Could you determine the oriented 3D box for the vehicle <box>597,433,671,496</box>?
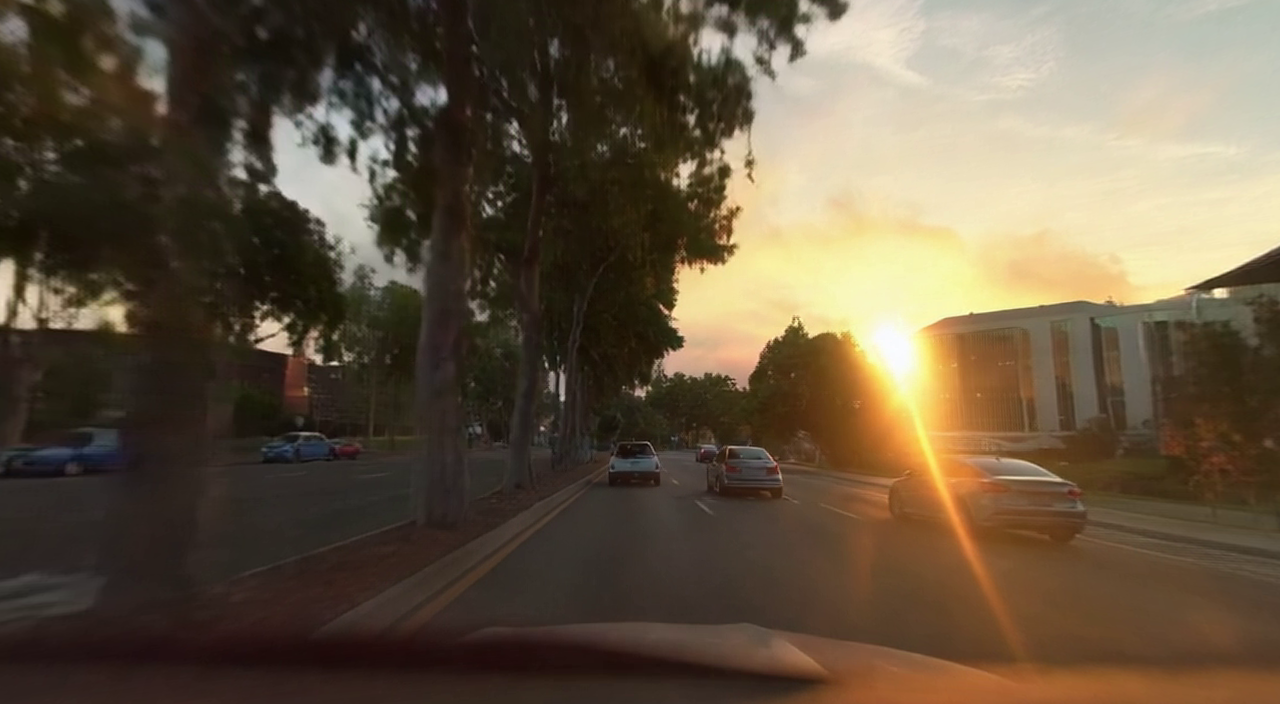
[{"bbox_3d":[-0.166,3.367,19.126,2.008,1.674,4.239,0,-8,0],"label":"vehicle"}]

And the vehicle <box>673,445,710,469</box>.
[{"bbox_3d":[3.286,6.830,41.028,2.012,1.462,4.163,0,-9,-1],"label":"vehicle"}]

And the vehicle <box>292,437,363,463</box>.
[{"bbox_3d":[-18.934,5.961,38.314,1.851,1.477,4.891,0,-9,-1],"label":"vehicle"}]

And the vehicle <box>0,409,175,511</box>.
[{"bbox_3d":[-11.273,2.065,12.286,2.161,1.642,4.587,3,-9,-20],"label":"vehicle"}]

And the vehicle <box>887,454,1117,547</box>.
[{"bbox_3d":[6.805,2.788,12.488,1.944,1.458,4.268,0,-9,-1],"label":"vehicle"}]

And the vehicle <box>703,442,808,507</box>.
[{"bbox_3d":[2.905,3.177,16.771,1.932,1.510,4.168,0,-9,-1],"label":"vehicle"}]

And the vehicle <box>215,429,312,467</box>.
[{"bbox_3d":[-19.091,4.896,32.142,1.903,1.768,4.985,0,-9,0],"label":"vehicle"}]
